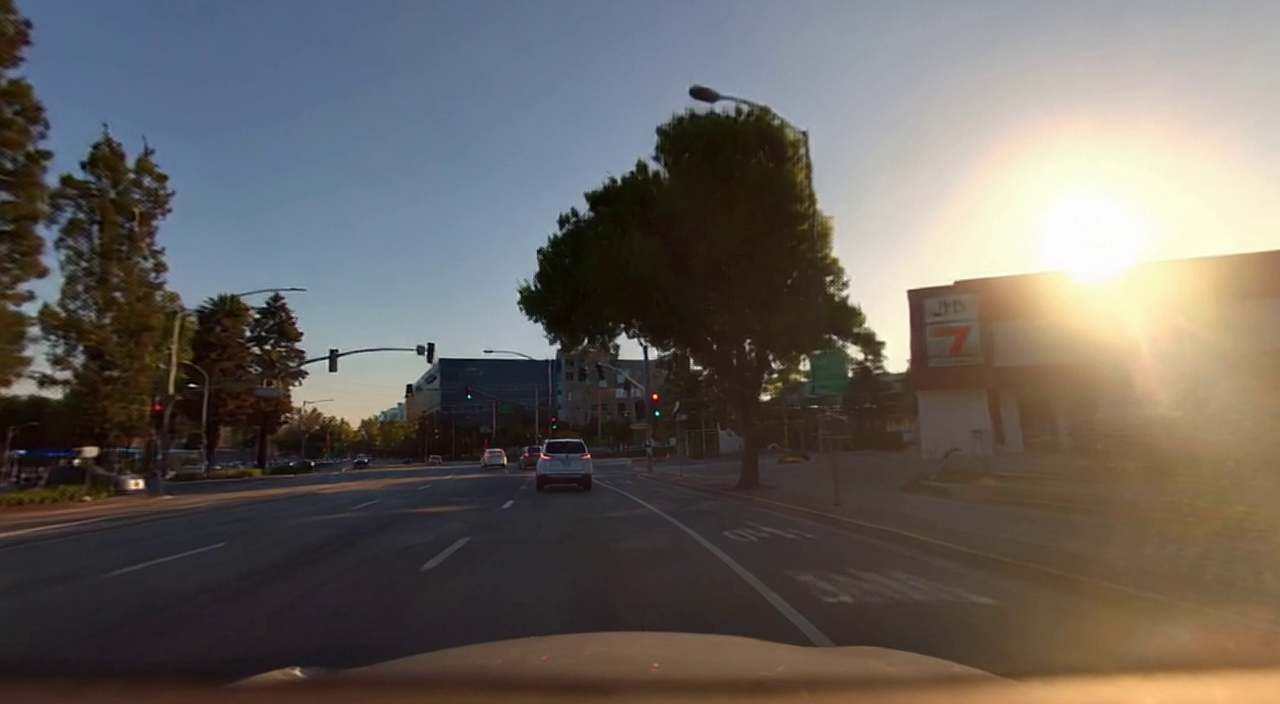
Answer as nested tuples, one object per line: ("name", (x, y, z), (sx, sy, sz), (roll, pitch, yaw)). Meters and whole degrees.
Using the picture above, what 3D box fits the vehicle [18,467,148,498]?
("vehicle", (-30.850, 7.245, 35.183), (4.804, 1.544, 2.244), (4, -9, -18))

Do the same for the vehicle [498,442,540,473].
("vehicle", (-8.225, 7.104, 42.683), (2.067, 1.947, 4.628), (4, -9, -19))

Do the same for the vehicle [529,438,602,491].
("vehicle", (-2.819, 4.057, 23.083), (2.227, 1.733, 3.930), (2, -9, -12))
